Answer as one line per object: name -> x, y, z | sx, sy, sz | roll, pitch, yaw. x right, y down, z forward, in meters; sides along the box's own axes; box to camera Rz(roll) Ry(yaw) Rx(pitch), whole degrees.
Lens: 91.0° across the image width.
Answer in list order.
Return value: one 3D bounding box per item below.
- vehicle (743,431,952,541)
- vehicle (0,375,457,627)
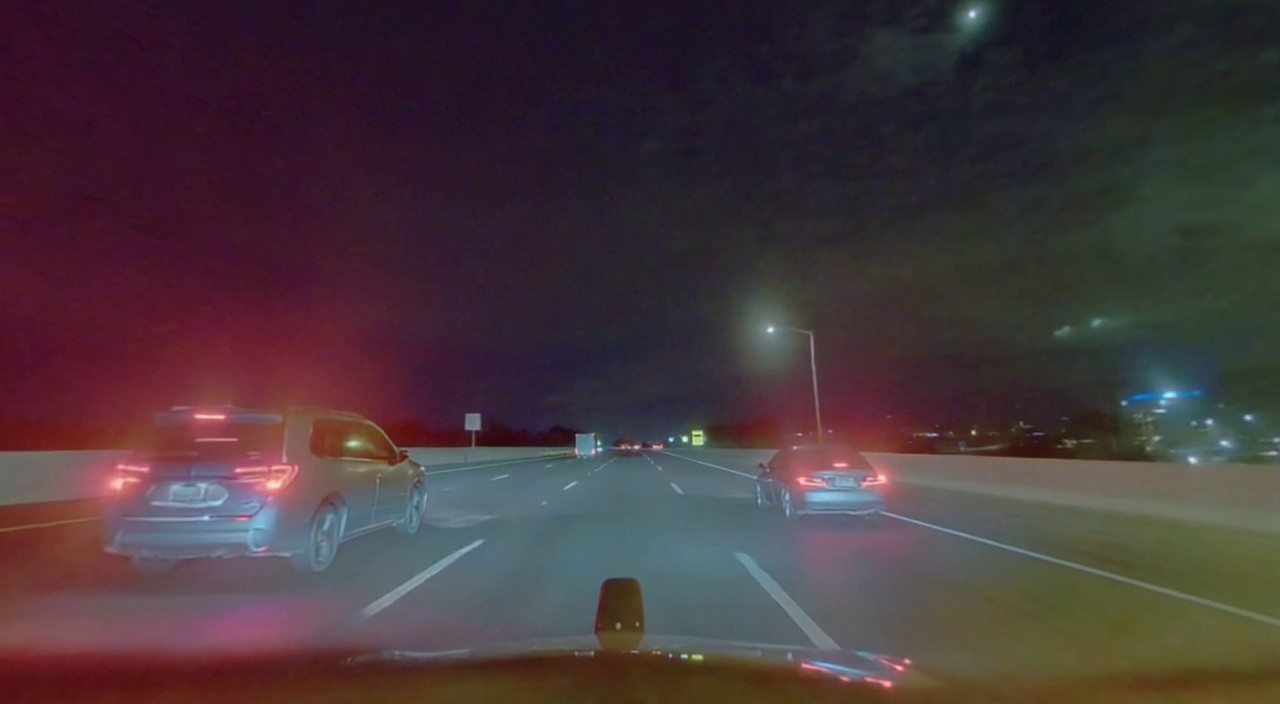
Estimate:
vehicle -> 3.333, 2.275, 11.377 | 2.047, 1.532, 4.884 | 0, -9, -1
vehicle -> -4.177, 1.520, 7.502 | 2.285, 1.853, 5.564 | 0, -9, 0
